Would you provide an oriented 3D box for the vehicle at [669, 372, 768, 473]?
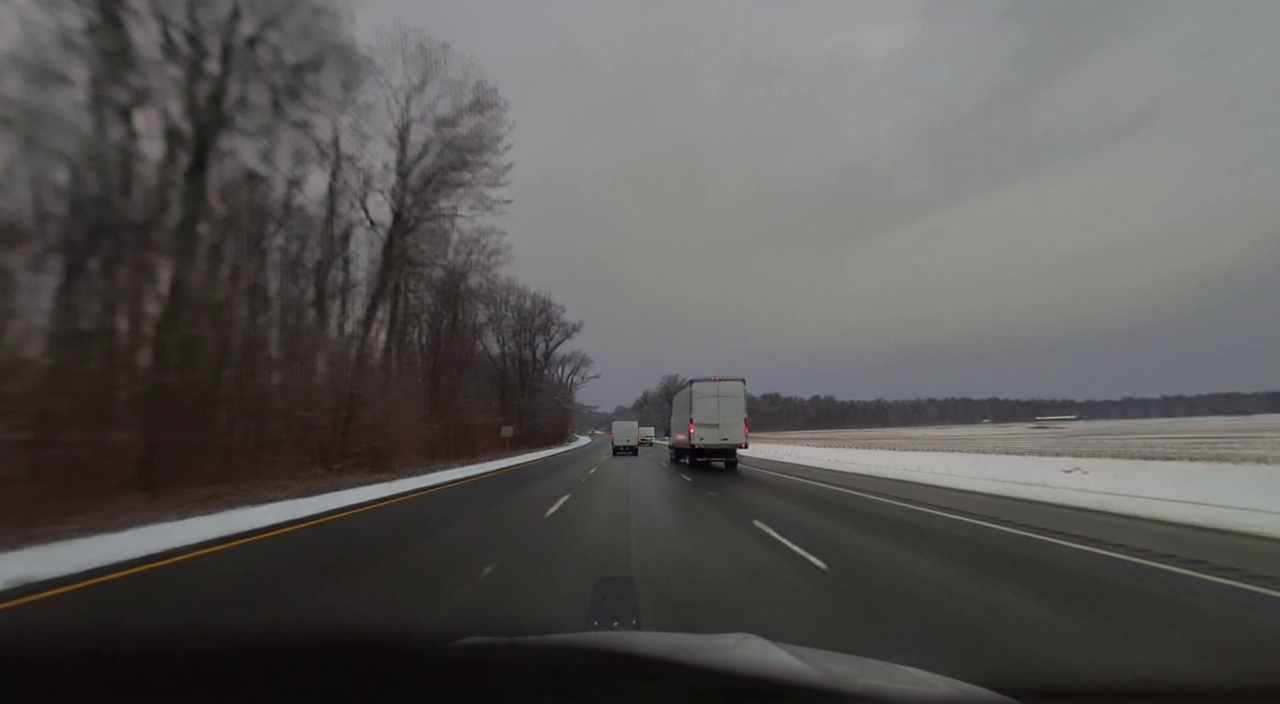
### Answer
[{"bbox_3d":[3.466,3.745,32.172,3.128,4.087,13.351,0,-8,-1],"label":"vehicle"}]

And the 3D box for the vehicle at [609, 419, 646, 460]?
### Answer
[{"bbox_3d":[-0.860,6.100,43.877,2.389,2.637,5.437,0,-8,-1],"label":"vehicle"}]
